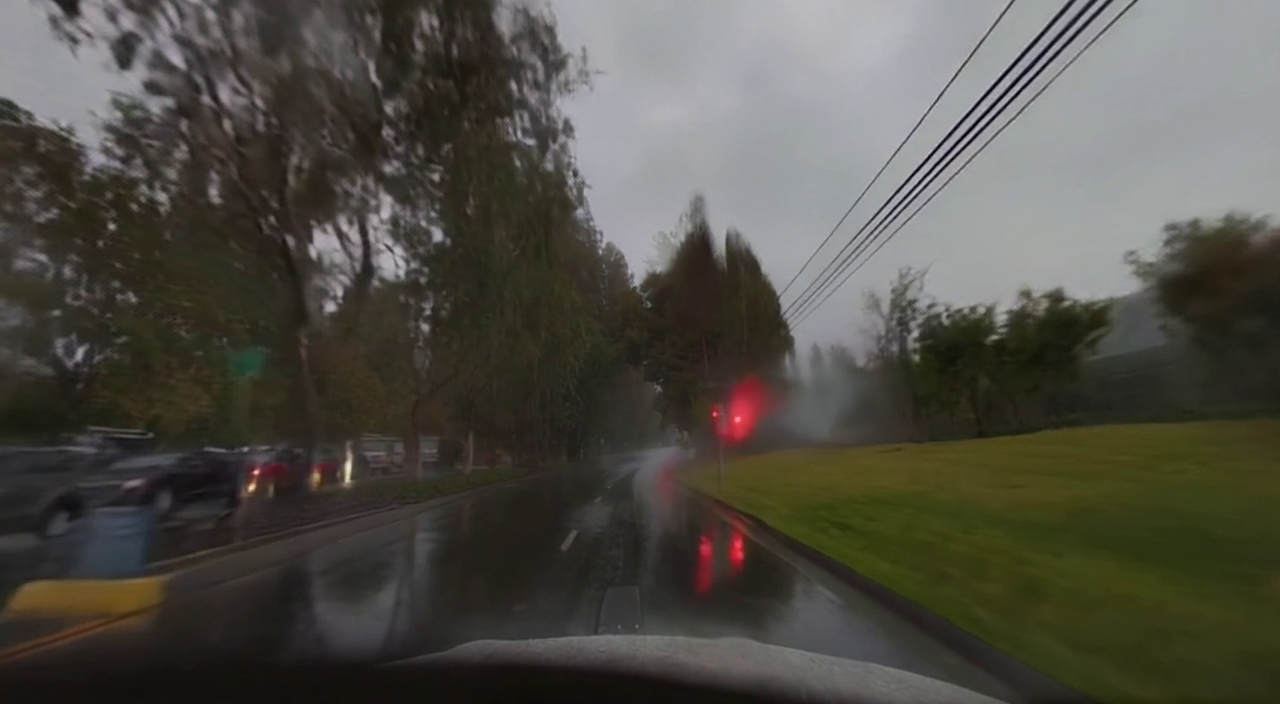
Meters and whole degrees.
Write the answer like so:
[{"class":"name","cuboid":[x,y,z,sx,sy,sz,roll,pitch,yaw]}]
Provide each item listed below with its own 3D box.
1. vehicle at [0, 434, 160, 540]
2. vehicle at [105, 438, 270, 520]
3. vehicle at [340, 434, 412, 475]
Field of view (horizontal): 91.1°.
[{"class":"vehicle","cuboid":[-11.837,2.638,12.682,1.760,1.764,4.263,0,-9,-14]},{"class":"vehicle","cuboid":[-13.077,3.662,18.678,1.977,1.992,5.117,0,-9,-12]},{"class":"vehicle","cuboid":[-18.207,7.136,43.795,2.327,2.595,6.045,-1,-9,1]}]
